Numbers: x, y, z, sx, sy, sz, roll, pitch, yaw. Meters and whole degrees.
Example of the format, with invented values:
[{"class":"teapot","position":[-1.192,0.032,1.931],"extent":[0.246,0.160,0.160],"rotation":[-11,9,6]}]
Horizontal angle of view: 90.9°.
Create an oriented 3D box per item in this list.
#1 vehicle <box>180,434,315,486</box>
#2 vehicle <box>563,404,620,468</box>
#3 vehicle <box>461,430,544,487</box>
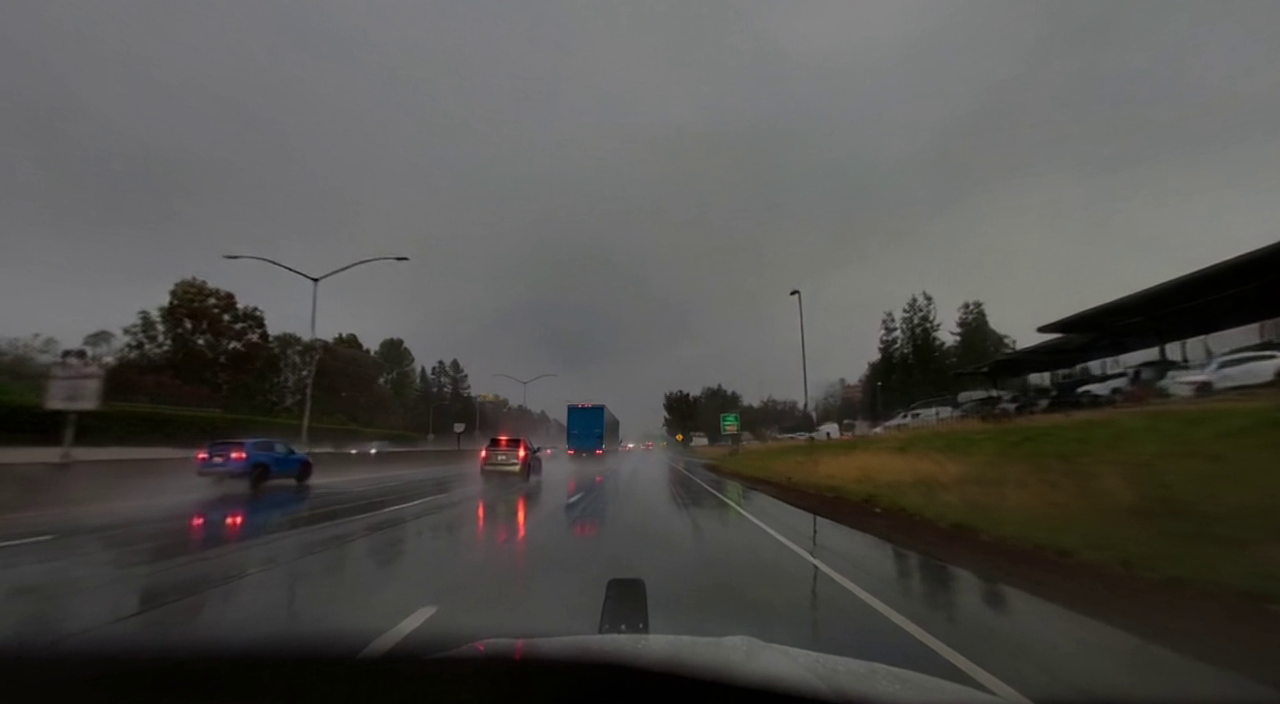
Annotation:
[{"class":"vehicle","position":[-14.209,3.926,23.215],"extent":[1.997,1.695,4.492],"rotation":[0,-8,1]},{"class":"vehicle","position":[-3.250,6.216,46.191],"extent":[2.905,4.037,12.921],"rotation":[0,-8,1]},{"class":"vehicle","position":[-4.887,3.846,23.047],"extent":[2.058,1.840,4.443],"rotation":[0,-8,-1]}]
